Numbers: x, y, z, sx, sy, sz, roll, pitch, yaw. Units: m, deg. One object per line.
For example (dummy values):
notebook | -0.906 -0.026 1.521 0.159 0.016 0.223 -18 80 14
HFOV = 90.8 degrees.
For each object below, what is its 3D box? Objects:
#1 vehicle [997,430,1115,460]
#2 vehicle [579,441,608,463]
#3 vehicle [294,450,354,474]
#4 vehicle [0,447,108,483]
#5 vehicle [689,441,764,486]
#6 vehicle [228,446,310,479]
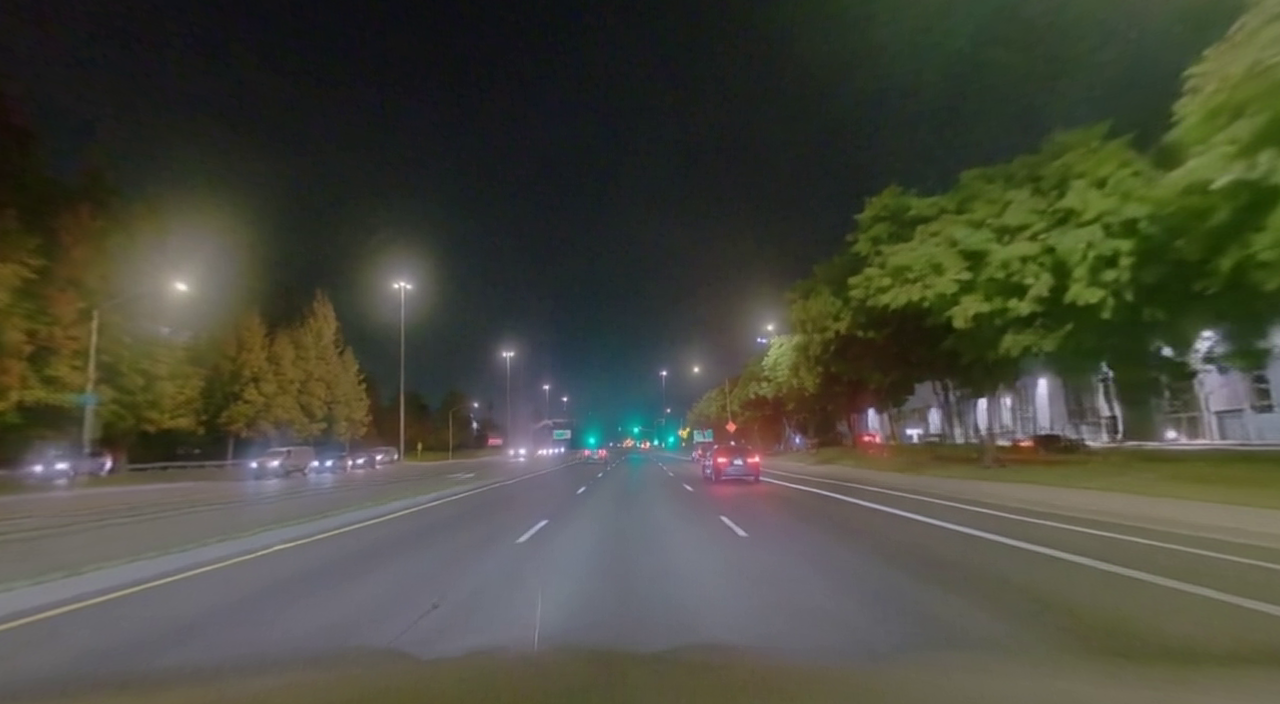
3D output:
vehicle | 21.805 4.890 33.239 4.748 1.451 2.089 0 -8 -1
vehicle | -3.552 7.671 48.592 1.935 1.617 4.045 0 -8 0
vehicle | -22.438 7.820 45.099 1.865 1.507 4.631 0 -8 0
vehicle | -29.872 5.713 32.136 3.855 1.693 1.875 -1 -8 1
vehicle | 2.997 3.941 22.743 1.966 1.449 4.290 0 -8 -2
vehicle | -22.422 6.648 38.473 2.139 1.833 4.686 0 -8 0
